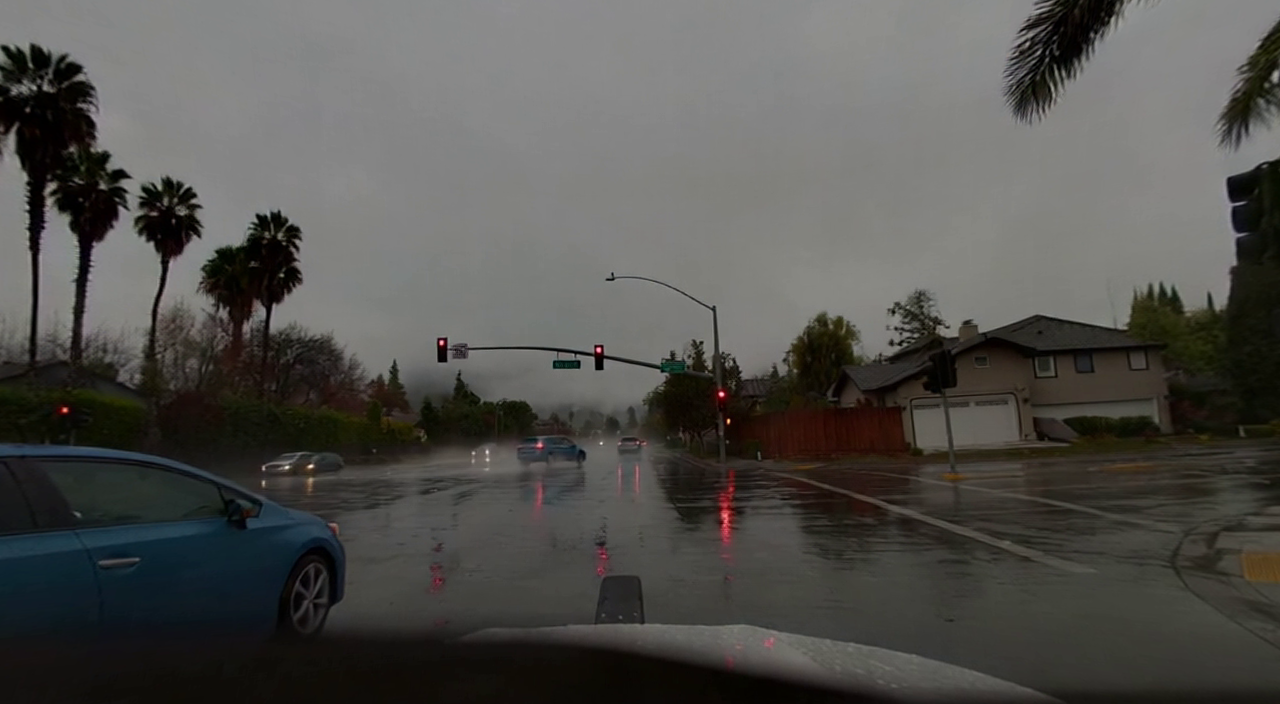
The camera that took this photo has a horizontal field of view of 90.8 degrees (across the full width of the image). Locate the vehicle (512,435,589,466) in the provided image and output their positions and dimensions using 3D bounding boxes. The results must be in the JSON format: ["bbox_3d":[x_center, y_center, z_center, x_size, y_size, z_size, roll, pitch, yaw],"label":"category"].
[{"bbox_3d":[-4.845,5.437,34.920,2.083,1.541,4.777,-4,-9,22],"label":"vehicle"}]

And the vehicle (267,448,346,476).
[{"bbox_3d":[-19.998,6.607,38.152,2.084,1.528,4.778,-1,-9,2],"label":"vehicle"}]
